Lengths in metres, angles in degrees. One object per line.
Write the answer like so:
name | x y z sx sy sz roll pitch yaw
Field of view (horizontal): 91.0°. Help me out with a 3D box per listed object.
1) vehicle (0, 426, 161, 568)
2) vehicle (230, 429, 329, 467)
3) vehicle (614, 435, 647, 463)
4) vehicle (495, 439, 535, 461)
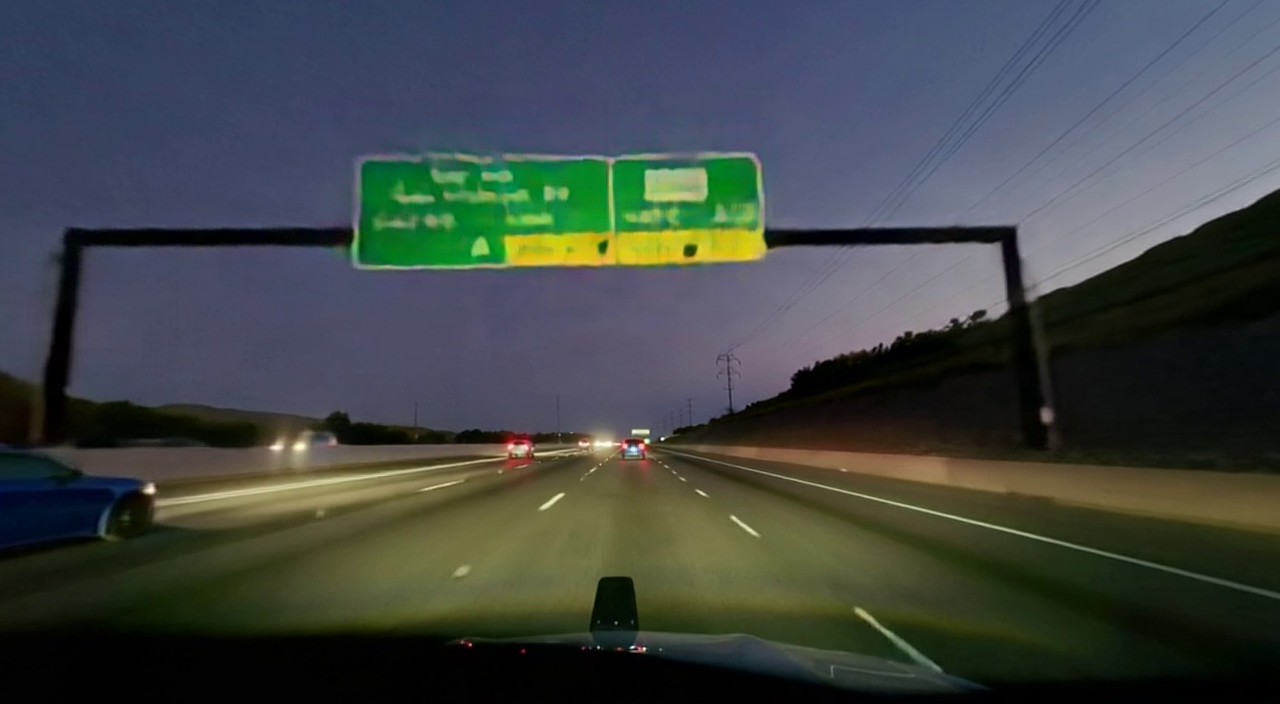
vehicle | -7.473 1.471 6.303 1.949 1.428 4.408 0 -8 -1
vehicle | -15.946 4.276 28.146 1.872 1.498 4.506 0 -8 -1
vehicle | -0.631 6.356 41.462 2.040 1.715 3.906 0 -8 -1
vehicle | -8.888 7.033 45.193 2.047 1.486 4.306 0 -8 -1
